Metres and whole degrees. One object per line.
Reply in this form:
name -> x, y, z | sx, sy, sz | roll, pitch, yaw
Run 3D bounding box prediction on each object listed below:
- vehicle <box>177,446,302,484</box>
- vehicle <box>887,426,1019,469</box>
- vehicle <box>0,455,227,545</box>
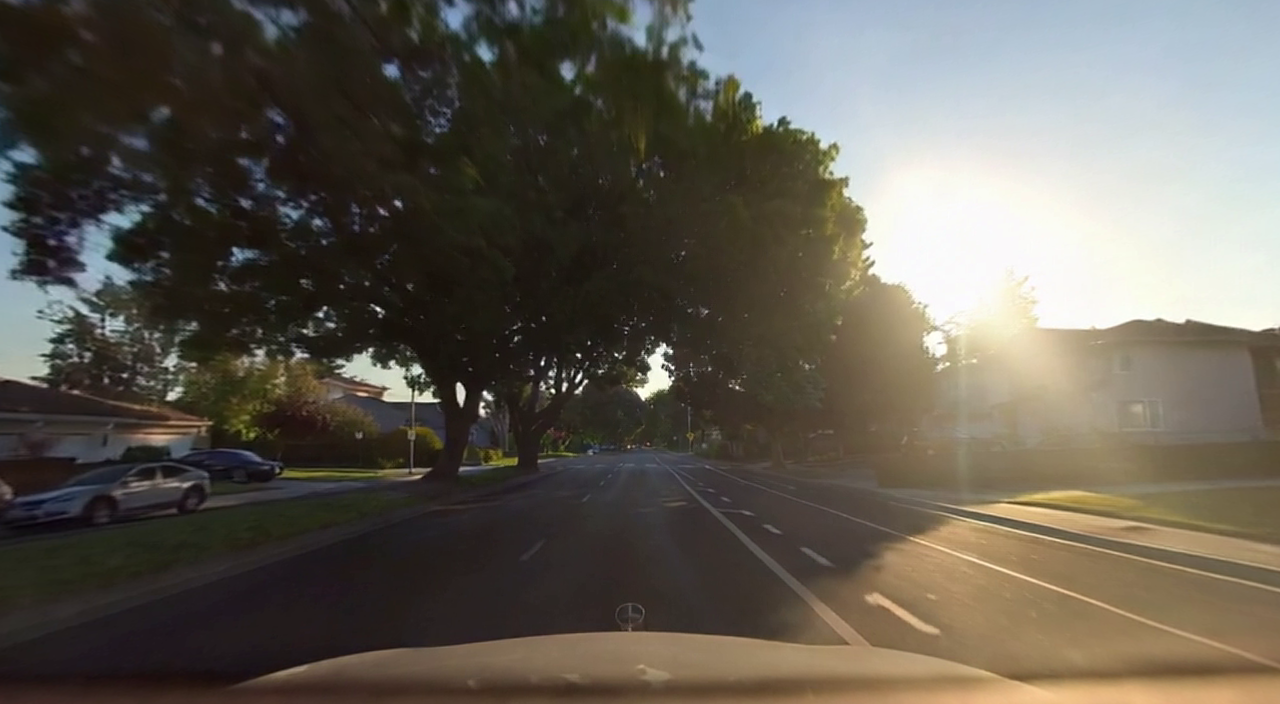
vehicle -> -18.999, 5.359, 30.036 | 4.573, 1.643, 2.158 | -2, -9, 5
vehicle -> 13.865, 4.234, 28.275 | 4.907, 1.693, 2.081 | -1, -7, 13
vehicle -> -11.852, 3.233, 14.426 | 1.888, 1.439, 4.351 | -2, -6, 0
